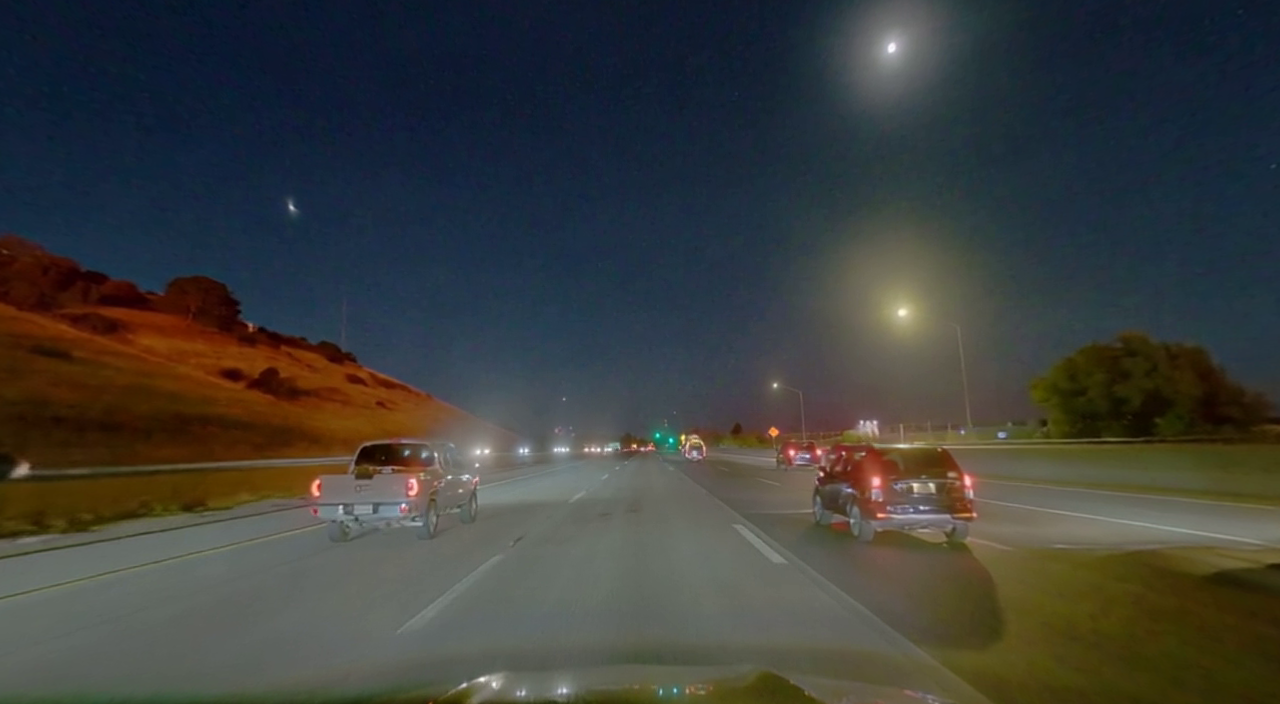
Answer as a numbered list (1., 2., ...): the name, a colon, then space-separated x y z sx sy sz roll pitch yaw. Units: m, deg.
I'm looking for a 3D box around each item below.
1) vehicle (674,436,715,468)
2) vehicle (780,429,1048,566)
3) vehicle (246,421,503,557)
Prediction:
1. vehicle: 3.459 6.484 40.980 2.121 1.925 5.056 0 -9 -1
2. vehicle: 3.489 1.919 9.115 1.941 1.481 4.300 0 -9 0
3. vehicle: -3.810 2.053 10.155 2.166 1.672 4.388 0 -9 1
